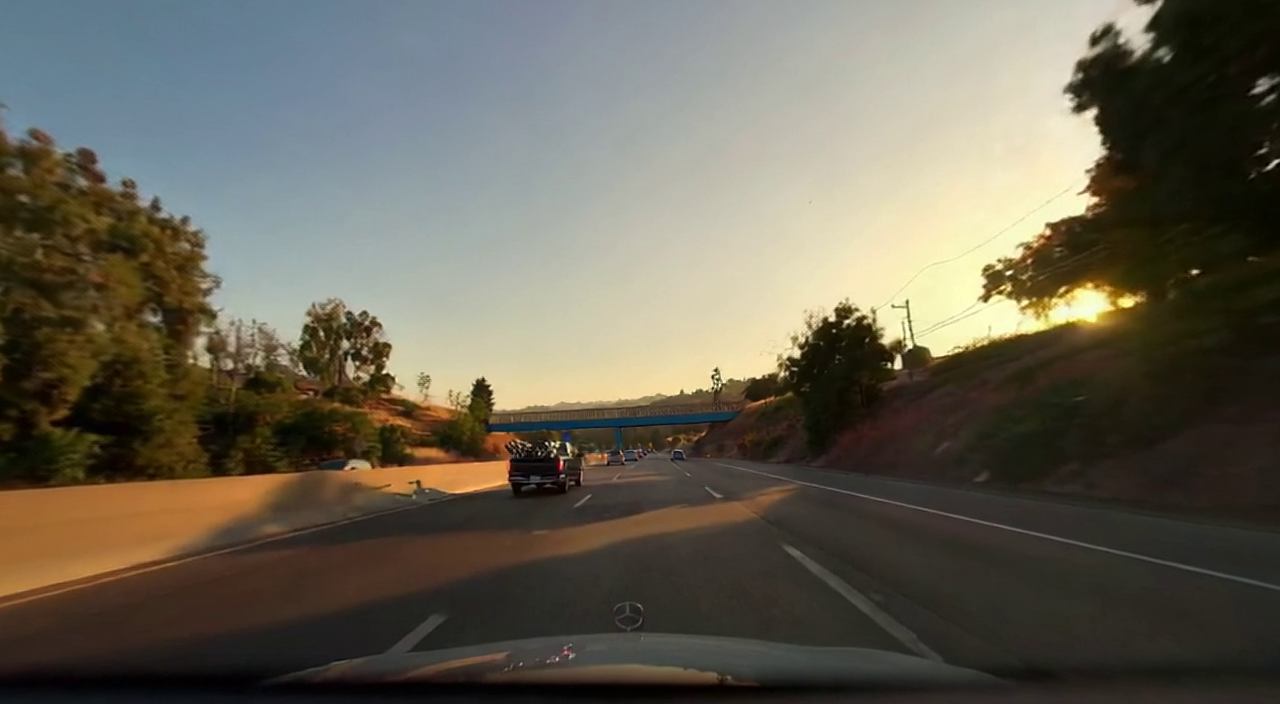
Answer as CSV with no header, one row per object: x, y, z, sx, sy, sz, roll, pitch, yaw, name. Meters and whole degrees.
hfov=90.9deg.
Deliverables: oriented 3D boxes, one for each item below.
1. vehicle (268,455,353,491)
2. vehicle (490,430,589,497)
-16.353,5.991,31.511,1.867,1.572,4.281,0,-9,1,vehicle
-3.207,3.743,21.495,2.369,1.948,5.343,0,-9,1,vehicle
